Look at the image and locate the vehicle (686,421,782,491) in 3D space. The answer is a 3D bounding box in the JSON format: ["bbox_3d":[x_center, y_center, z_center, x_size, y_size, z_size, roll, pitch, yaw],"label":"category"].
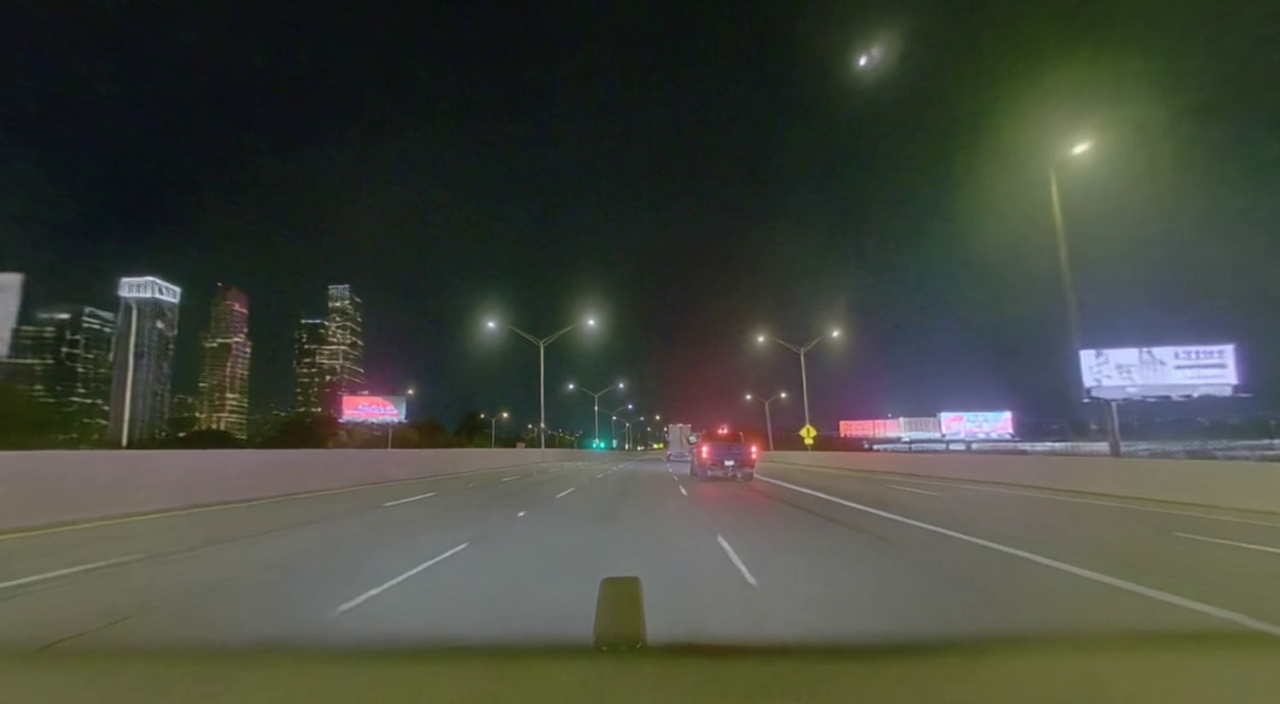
[{"bbox_3d":[3.201,3.783,23.090,2.740,2.157,6.300,-1,-9,2],"label":"vehicle"}]
